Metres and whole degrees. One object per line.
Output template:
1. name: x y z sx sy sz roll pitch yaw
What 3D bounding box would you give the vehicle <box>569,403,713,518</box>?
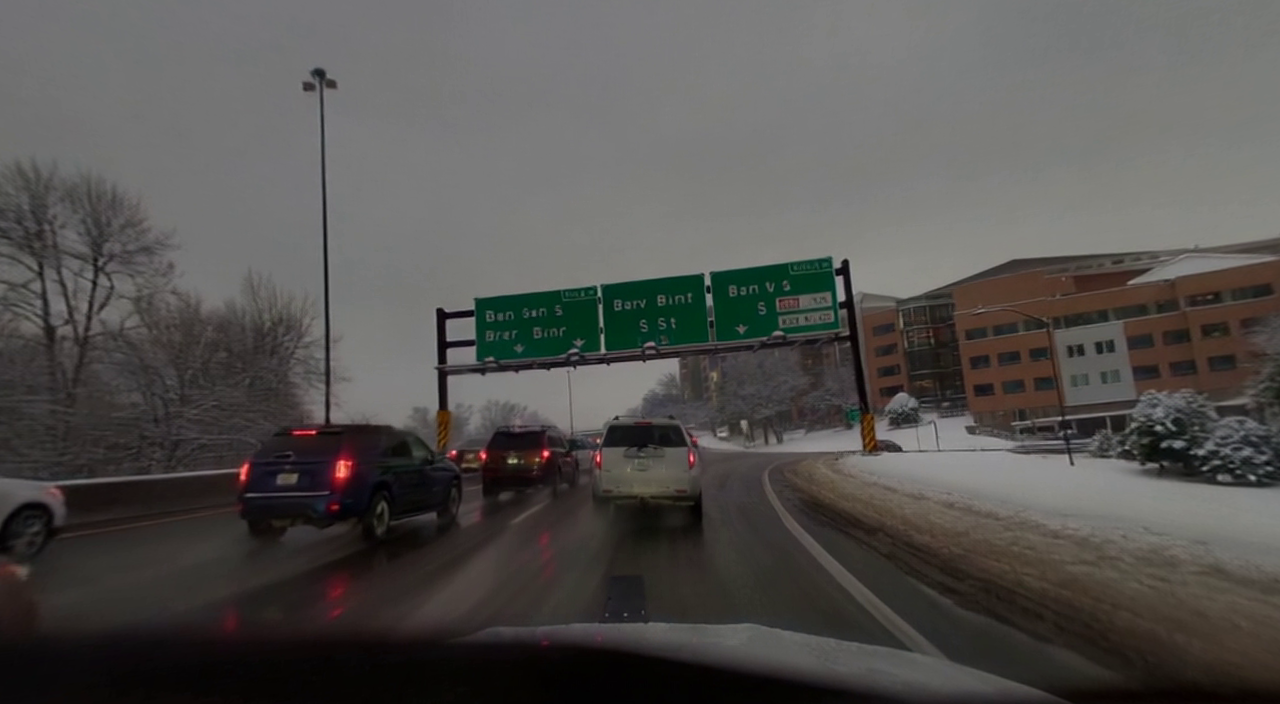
1. vehicle: 0.115 2.418 14.490 2.616 2.063 5.933 0 -9 2

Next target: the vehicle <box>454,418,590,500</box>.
1. vehicle: -3.044 2.983 17.970 2.286 1.931 5.729 -1 -9 5

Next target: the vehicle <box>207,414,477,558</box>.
1. vehicle: -4.208 1.959 9.935 1.953 1.729 4.377 0 -9 2

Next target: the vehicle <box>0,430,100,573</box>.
1. vehicle: -7.857 1.446 5.695 1.794 1.527 4.533 0 -9 3
